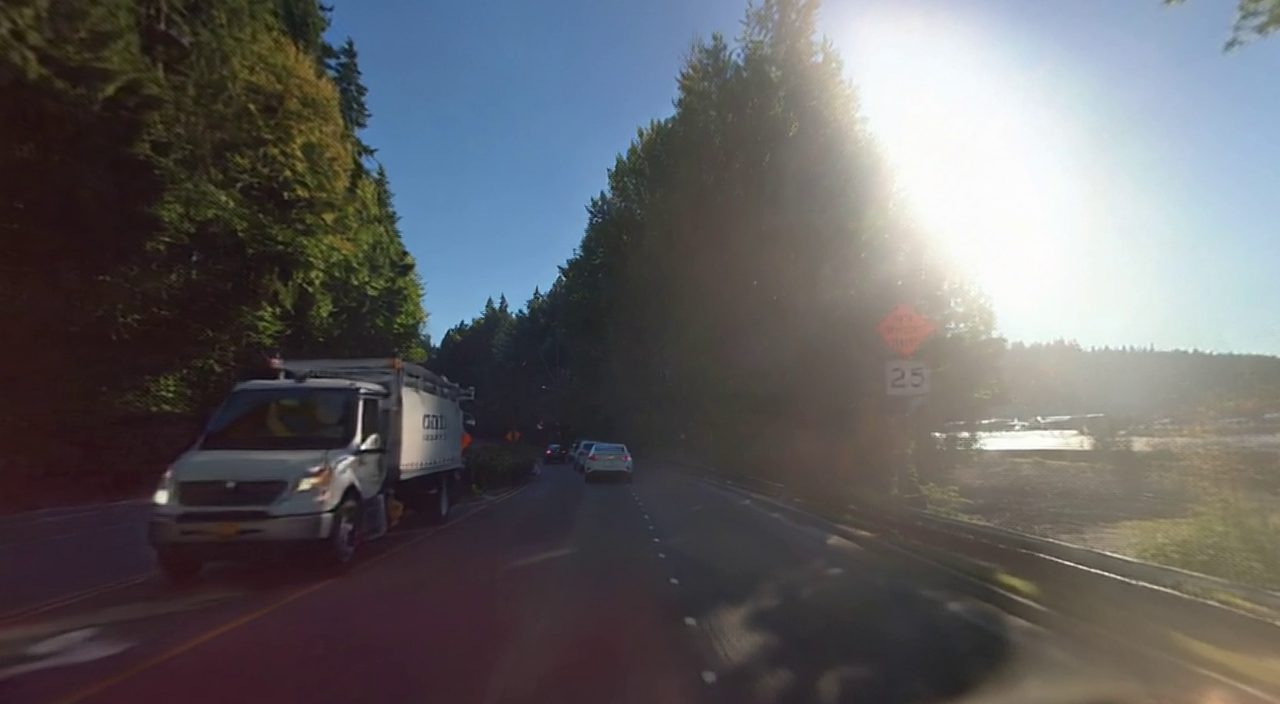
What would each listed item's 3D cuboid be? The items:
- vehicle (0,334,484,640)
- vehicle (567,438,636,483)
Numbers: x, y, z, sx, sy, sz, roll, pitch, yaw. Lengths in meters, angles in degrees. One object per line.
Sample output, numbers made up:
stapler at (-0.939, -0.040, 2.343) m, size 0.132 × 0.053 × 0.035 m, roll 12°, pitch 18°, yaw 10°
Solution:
vehicle at (-3.653, 1.344, 7.417) m, size 2.671 × 2.053 × 6.074 m, roll 1°, pitch -8°, yaw -6°
vehicle at (-1.510, 3.916, 23.113) m, size 2.186 × 1.463 × 4.356 m, roll 1°, pitch -8°, yaw -8°
